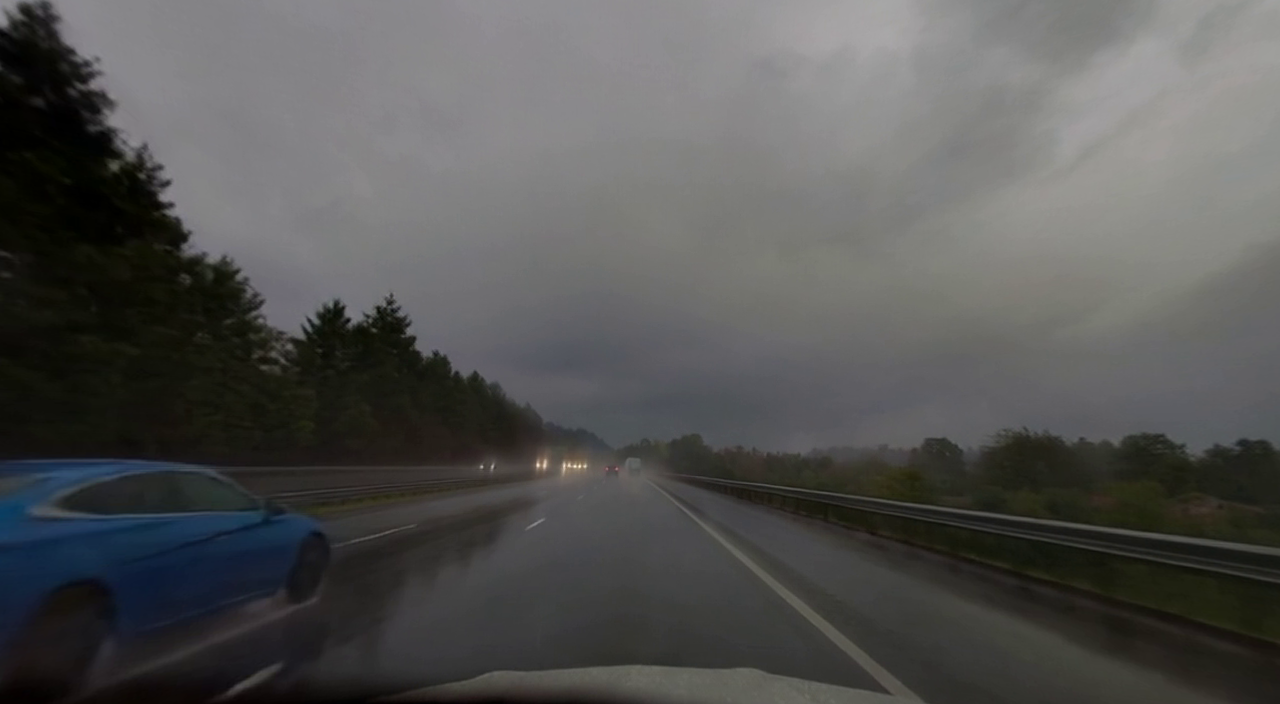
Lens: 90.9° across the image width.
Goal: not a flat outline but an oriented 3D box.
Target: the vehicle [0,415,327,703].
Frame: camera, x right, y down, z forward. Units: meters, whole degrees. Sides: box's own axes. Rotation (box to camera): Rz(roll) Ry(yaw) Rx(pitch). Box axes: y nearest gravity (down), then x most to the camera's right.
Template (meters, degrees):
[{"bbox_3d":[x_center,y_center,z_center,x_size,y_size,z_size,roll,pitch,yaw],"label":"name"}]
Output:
[{"bbox_3d":[-3.724,1.151,3.457,2.040,1.465,3.744,1,-11,0],"label":"vehicle"}]
